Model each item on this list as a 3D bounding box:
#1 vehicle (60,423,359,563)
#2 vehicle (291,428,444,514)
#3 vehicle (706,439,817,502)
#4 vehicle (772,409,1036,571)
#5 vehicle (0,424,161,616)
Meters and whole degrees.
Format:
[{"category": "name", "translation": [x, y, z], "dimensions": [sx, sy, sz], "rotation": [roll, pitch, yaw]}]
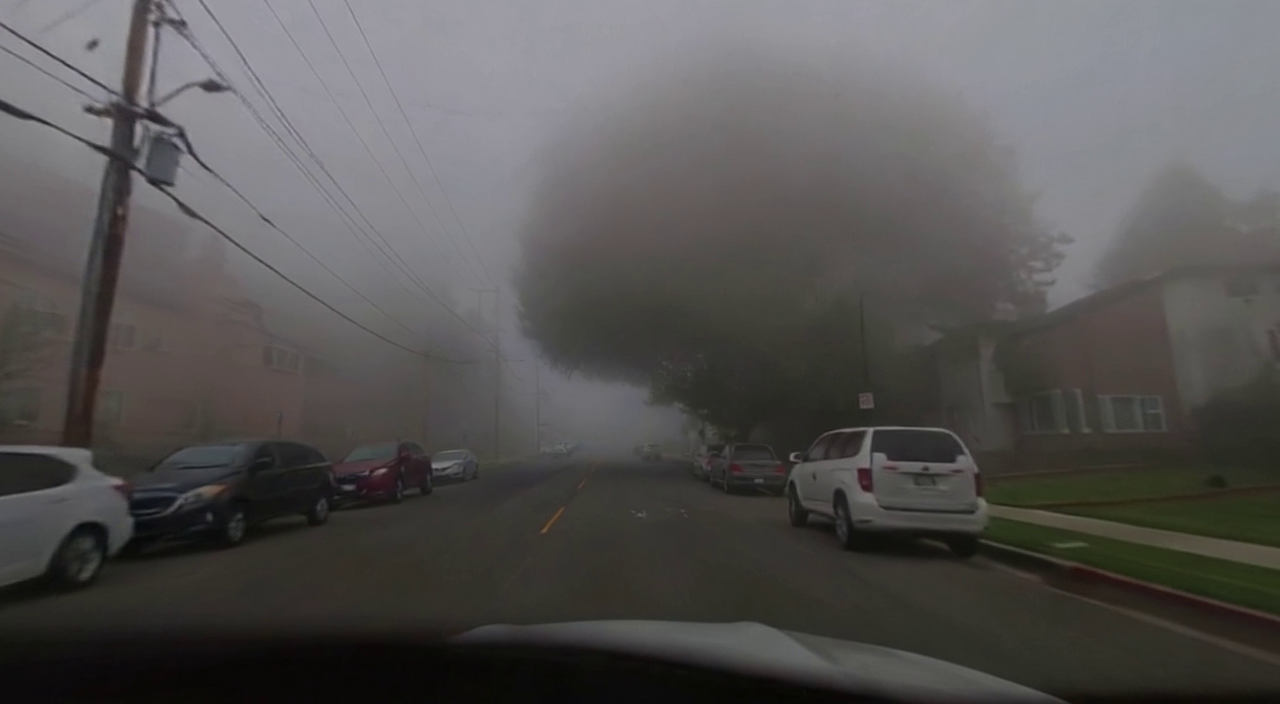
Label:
[{"category": "vehicle", "translation": [-6.504, 2.111, 10.354], "dimensions": [1.988, 1.734, 4.400], "rotation": [-1, -8, -4]}, {"category": "vehicle", "translation": [-6.712, 2.927, 16.232], "dimensions": [1.992, 1.853, 4.561], "rotation": [0, -8, -2]}, {"category": "vehicle", "translation": [3.264, 3.289, 18.021], "dimensions": [1.895, 1.537, 4.844], "rotation": [1, -9, -4]}, {"category": "vehicle", "translation": [3.337, 1.827, 9.063], "dimensions": [1.936, 1.756, 4.127], "rotation": [0, -9, -1]}, {"category": "vehicle", "translation": [-6.204, 1.378, 4.835], "dimensions": [1.863, 1.561, 4.380], "rotation": [-2, -8, -3]}]
